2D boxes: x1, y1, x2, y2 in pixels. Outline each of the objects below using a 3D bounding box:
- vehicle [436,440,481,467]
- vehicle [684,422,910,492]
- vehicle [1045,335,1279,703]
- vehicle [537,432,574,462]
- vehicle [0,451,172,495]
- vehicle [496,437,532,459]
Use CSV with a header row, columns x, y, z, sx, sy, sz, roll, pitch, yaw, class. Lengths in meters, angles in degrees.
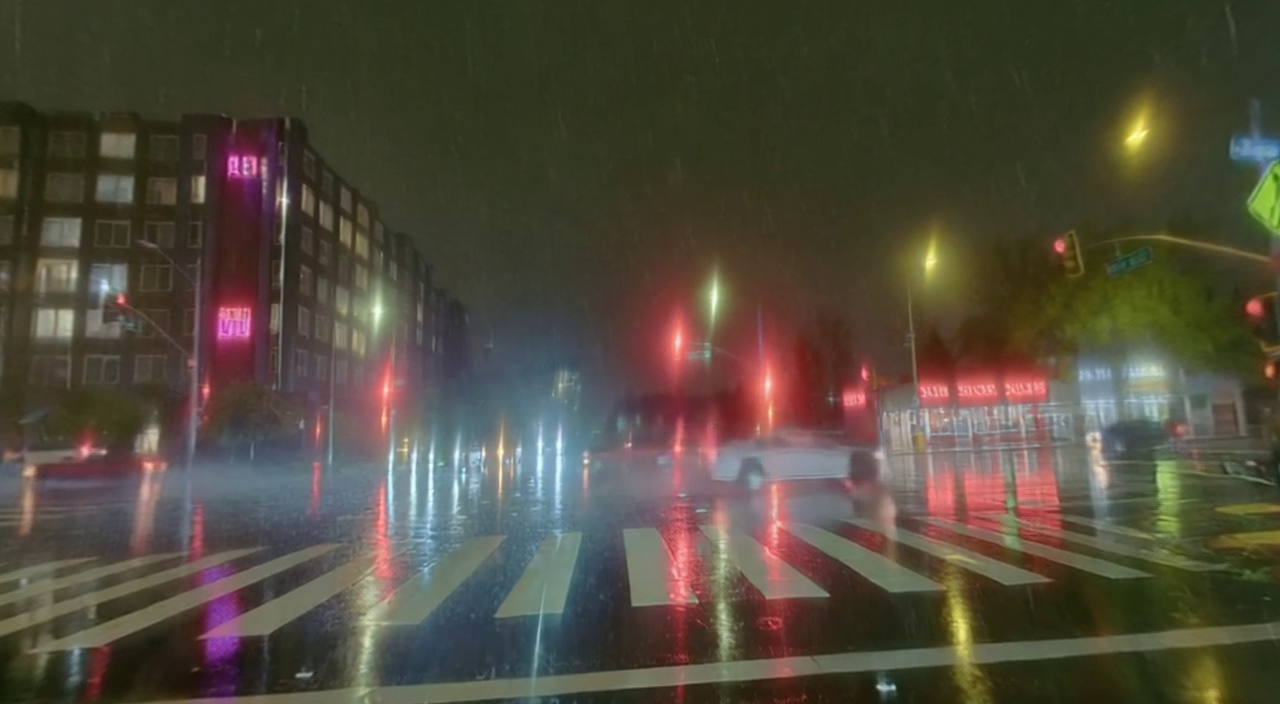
x,y,z,sx,sy,sz,roll,pitch,yaw,class
-10.894,6.101,38.211,1.885,1.545,4.124,1,-8,-6,vehicle
3.592,2.439,14.873,4.758,1.480,1.849,1,-8,-10,vehicle
2.964,0.610,0.865,1.866,1.654,4.354,0,-8,0,vehicle
-5.102,5.809,38.631,1.976,1.683,4.117,0,-8,-4,vehicle
-19.979,4.343,22.898,4.461,1.443,1.715,1,-9,-10,vehicle
-8.632,6.636,43.573,1.906,1.402,4.904,0,-8,-5,vehicle
